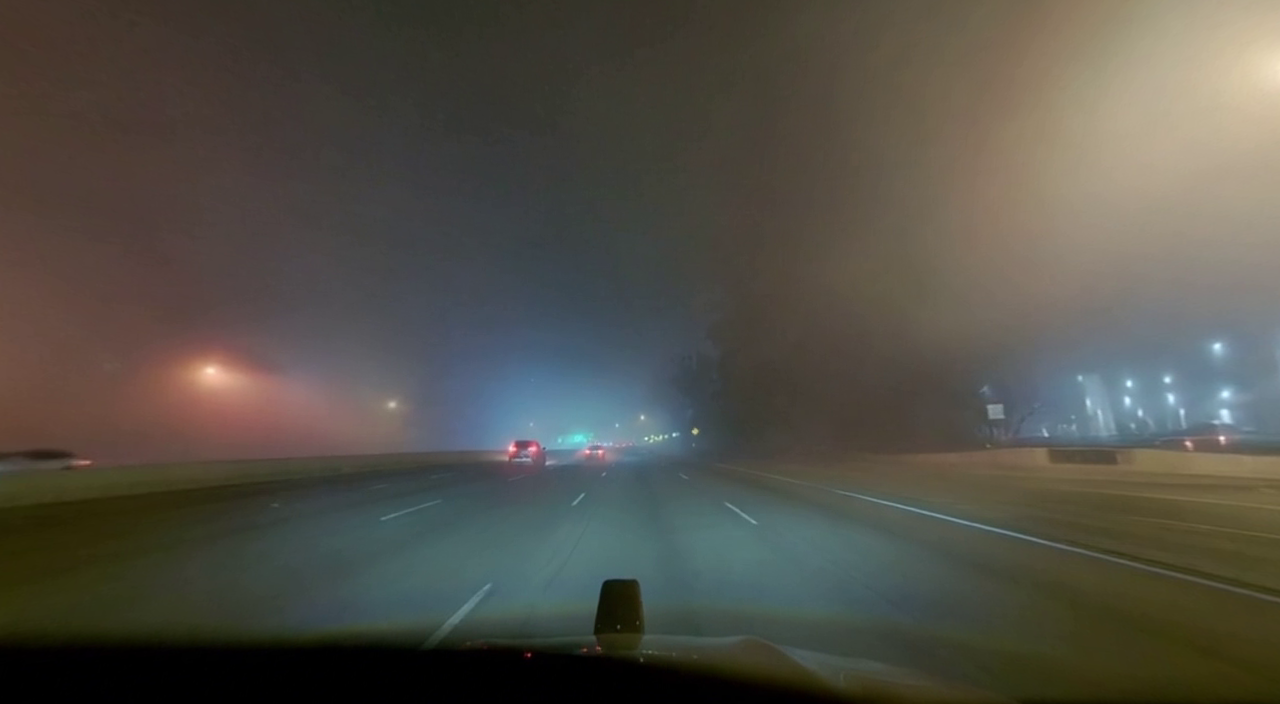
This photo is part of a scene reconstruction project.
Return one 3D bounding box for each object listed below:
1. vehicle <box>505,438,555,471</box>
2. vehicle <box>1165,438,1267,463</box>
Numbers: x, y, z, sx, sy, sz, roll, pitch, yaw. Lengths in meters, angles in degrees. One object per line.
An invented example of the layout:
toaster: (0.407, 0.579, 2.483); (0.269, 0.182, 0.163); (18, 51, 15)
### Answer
vehicle: (-6.281, 5.882, 36.668); (2.015, 1.762, 4.790); (0, -8, 0)
vehicle: (38.083, 6.510, 41.887); (1.813, 1.580, 4.571); (5, -10, -31)
